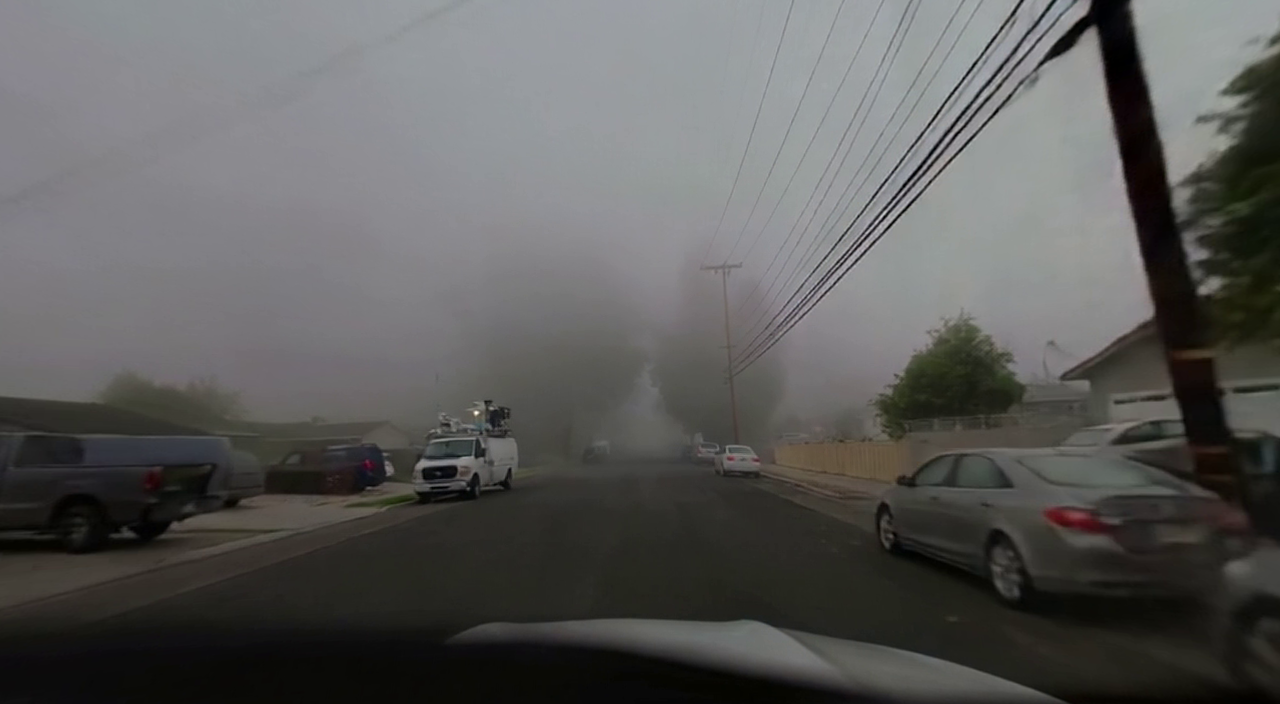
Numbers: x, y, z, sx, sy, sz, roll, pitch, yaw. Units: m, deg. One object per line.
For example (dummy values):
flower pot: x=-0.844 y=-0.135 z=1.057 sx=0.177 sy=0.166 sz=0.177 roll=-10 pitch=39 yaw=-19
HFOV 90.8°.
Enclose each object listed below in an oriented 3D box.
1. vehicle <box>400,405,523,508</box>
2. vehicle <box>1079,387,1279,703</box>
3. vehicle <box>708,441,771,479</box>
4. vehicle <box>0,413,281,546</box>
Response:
vehicle: x=-5.884 y=3.514 z=21.769 sx=2.313 sy=2.875 sz=6.057 roll=-4 pitch=-8 yaw=1
vehicle: x=3.741 y=0.743 z=1.558 sx=1.970 sy=1.530 sz=4.899 roll=-1 pitch=-8 yaw=3
vehicle: x=4.325 y=4.778 z=28.307 sx=2.016 sy=1.544 sz=4.645 roll=0 pitch=-8 yaw=-1
vehicle: x=-10.534 y=2.227 z=11.391 sx=6.540 sy=2.079 sz=2.565 roll=0 pitch=-8 yaw=1
